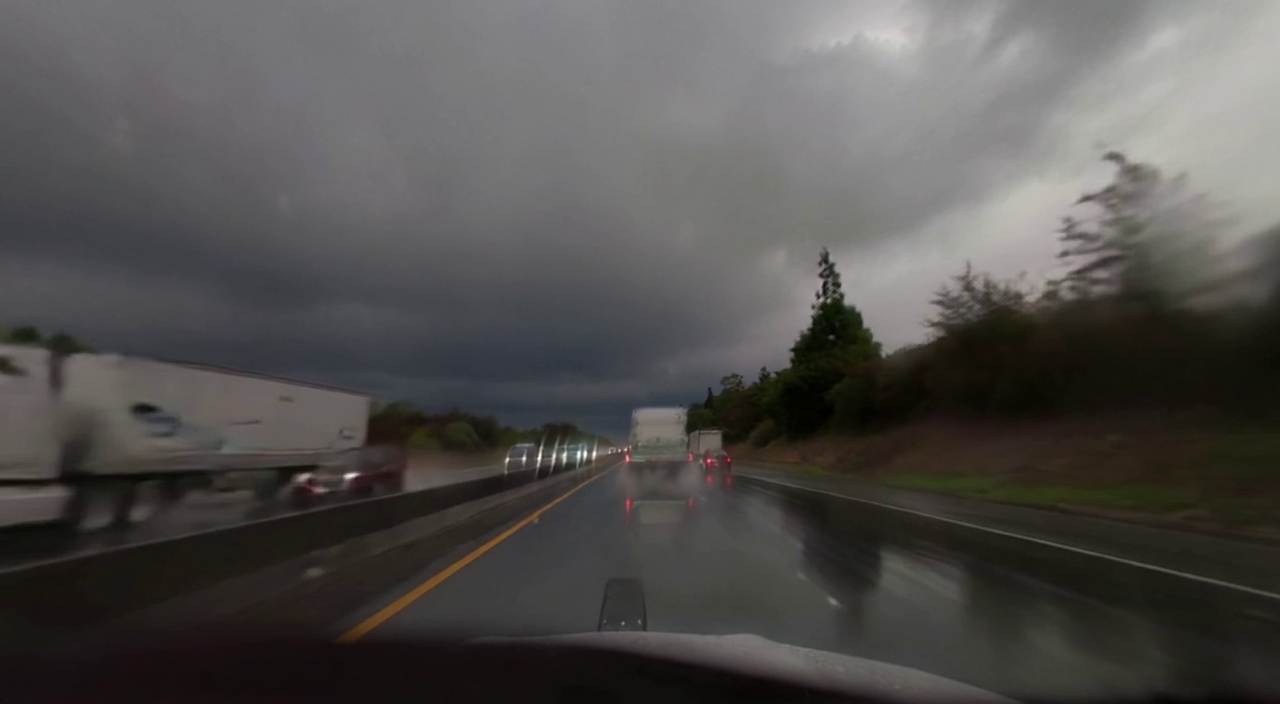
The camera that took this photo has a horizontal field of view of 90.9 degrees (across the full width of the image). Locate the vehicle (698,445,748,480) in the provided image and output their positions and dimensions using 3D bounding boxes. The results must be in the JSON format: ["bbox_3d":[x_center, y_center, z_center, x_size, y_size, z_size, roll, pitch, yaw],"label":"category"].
[{"bbox_3d":[3.657,4.955,28.463,1.654,1.441,4.066,0,-9,-1],"label":"vehicle"}]

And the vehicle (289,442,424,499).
[{"bbox_3d":[-8.860,3.730,20.272,2.051,1.586,4.739,0,-9,1],"label":"vehicle"}]

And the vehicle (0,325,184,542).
[{"bbox_3d":[-13.288,1.729,13.081,3.018,3.955,5.802,0,-9,0],"label":"vehicle"}]

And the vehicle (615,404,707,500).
[{"bbox_3d":[0.454,3.043,19.334,2.423,2.517,5.055,0,-9,-2],"label":"vehicle"}]
